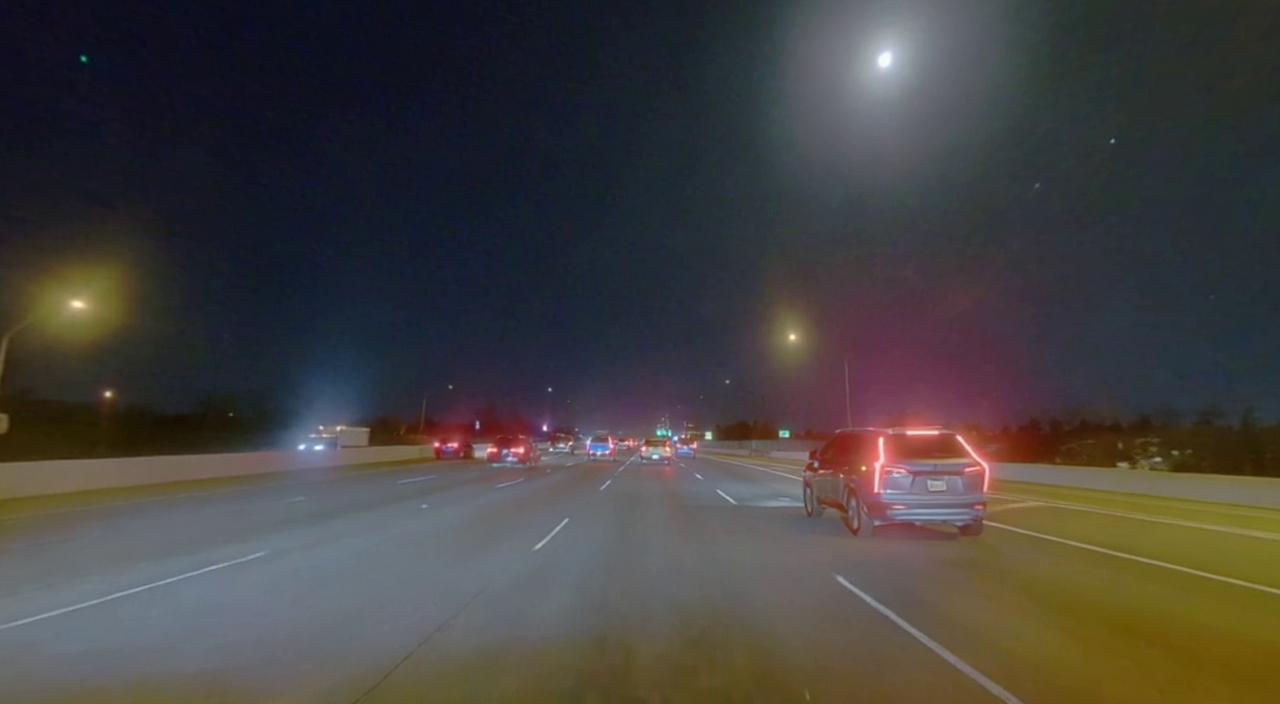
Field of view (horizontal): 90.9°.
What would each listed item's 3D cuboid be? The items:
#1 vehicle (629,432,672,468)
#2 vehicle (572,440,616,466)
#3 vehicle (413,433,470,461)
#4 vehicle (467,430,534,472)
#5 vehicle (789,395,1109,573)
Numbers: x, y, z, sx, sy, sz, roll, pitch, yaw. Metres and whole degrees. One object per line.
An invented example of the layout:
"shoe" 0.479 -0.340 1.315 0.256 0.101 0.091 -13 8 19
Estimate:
"vehicle" 0.563 5.094 32.990 2.133 1.739 3.925 0 -8 1
"vehicle" -2.585 5.783 36.405 2.205 1.406 4.286 0 -8 1
"vehicle" -12.813 6.199 41.070 2.076 1.701 5.093 0 -8 0
"vehicle" -6.028 4.329 27.727 1.946 1.688 4.019 0 -8 1
"vehicle" 3.731 1.693 8.860 2.083 1.823 4.627 0 -8 0
